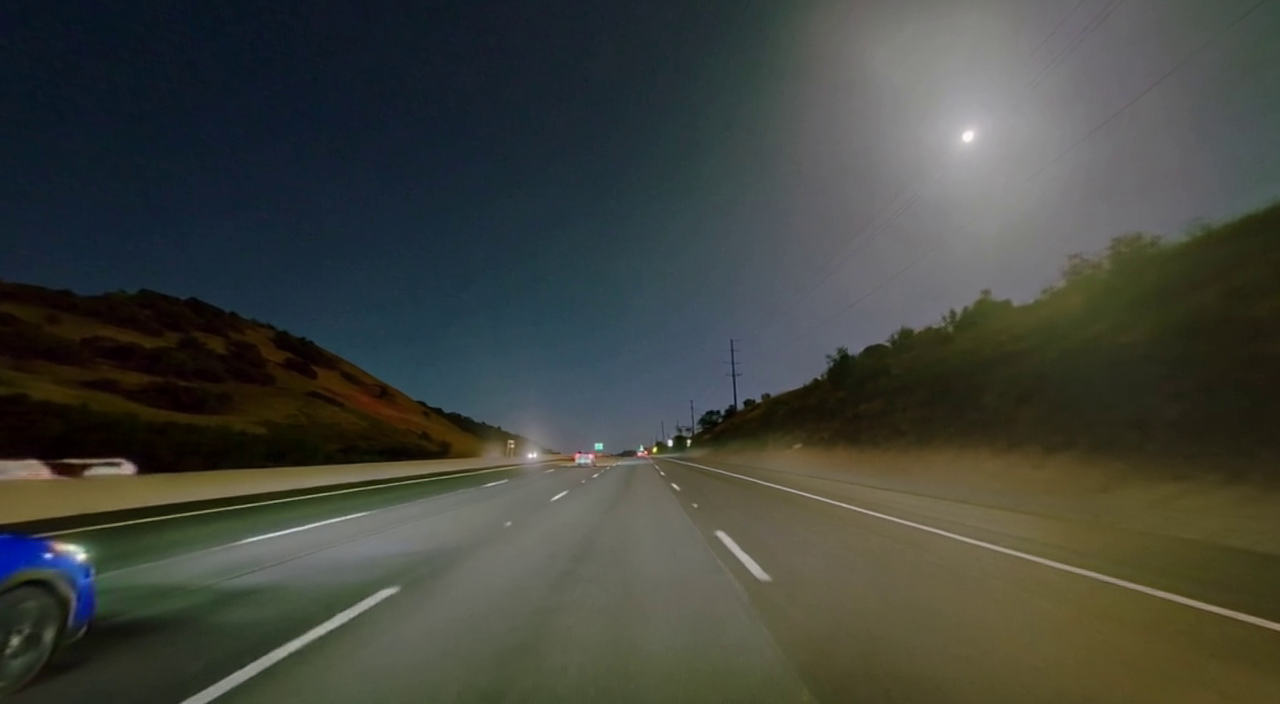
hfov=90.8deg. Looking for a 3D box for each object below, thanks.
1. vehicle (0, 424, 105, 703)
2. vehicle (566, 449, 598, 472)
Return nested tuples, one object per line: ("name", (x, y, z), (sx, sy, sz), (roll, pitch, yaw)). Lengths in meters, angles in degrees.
("vehicle", (-4.190, 0.816, 1.168), (2.064, 1.489, 4.966), (0, -9, 0))
("vehicle", (-4.134, 7.775, 45.464), (1.924, 1.511, 4.079), (0, -9, 0))
